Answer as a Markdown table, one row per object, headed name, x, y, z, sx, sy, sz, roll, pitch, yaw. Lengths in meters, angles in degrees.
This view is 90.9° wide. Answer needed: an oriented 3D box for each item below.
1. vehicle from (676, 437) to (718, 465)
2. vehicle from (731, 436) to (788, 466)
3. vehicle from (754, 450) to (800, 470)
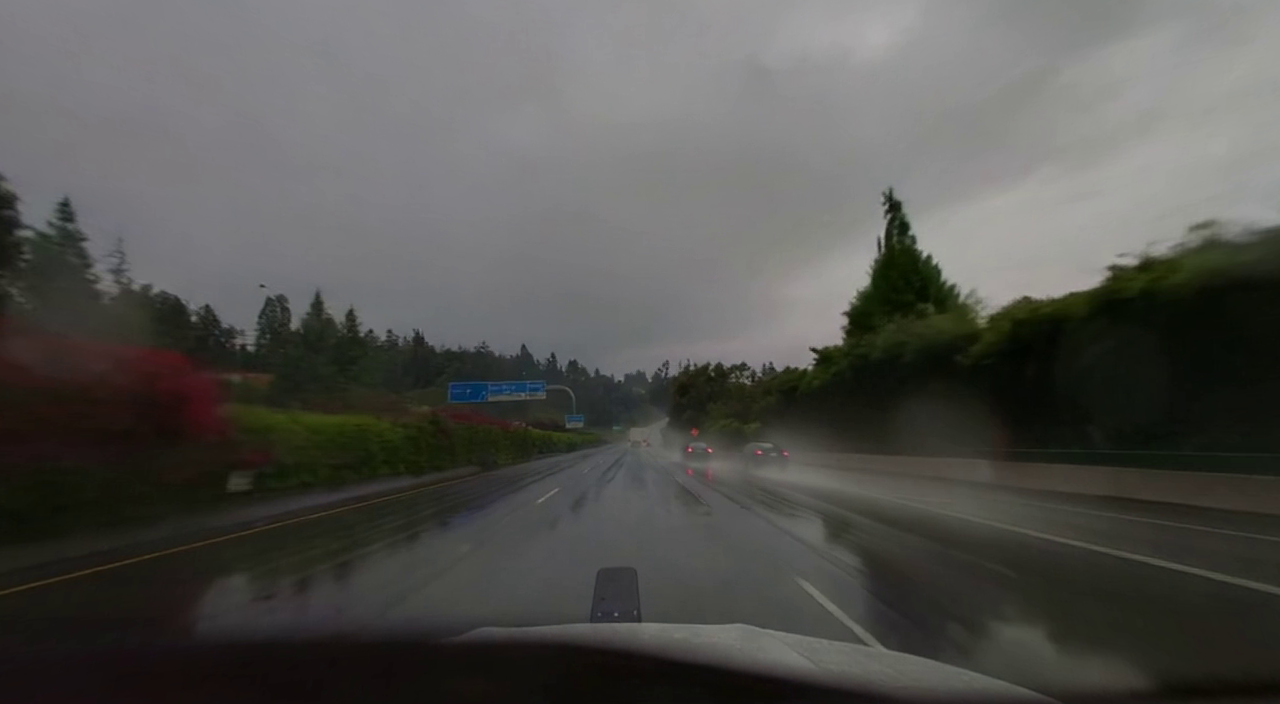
| name | x | y | z | sx | sy | sz | roll | pitch | yaw |
| --- | --- | --- | --- | --- | --- | --- | --- | --- | --- |
| vehicle | 3.097 | 5.457 | 35.010 | 1.819 | 1.468 | 3.770 | 0 | -8 | -2 |
| vehicle | 6.546 | 5.459 | 34.970 | 2.003 | 1.522 | 4.940 | 0 | -8 | -2 |
| vehicle | 6.704 | 5.301 | 31.017 | 1.535 | 0.862 | 2.814 | 0 | -8 | -2 |
